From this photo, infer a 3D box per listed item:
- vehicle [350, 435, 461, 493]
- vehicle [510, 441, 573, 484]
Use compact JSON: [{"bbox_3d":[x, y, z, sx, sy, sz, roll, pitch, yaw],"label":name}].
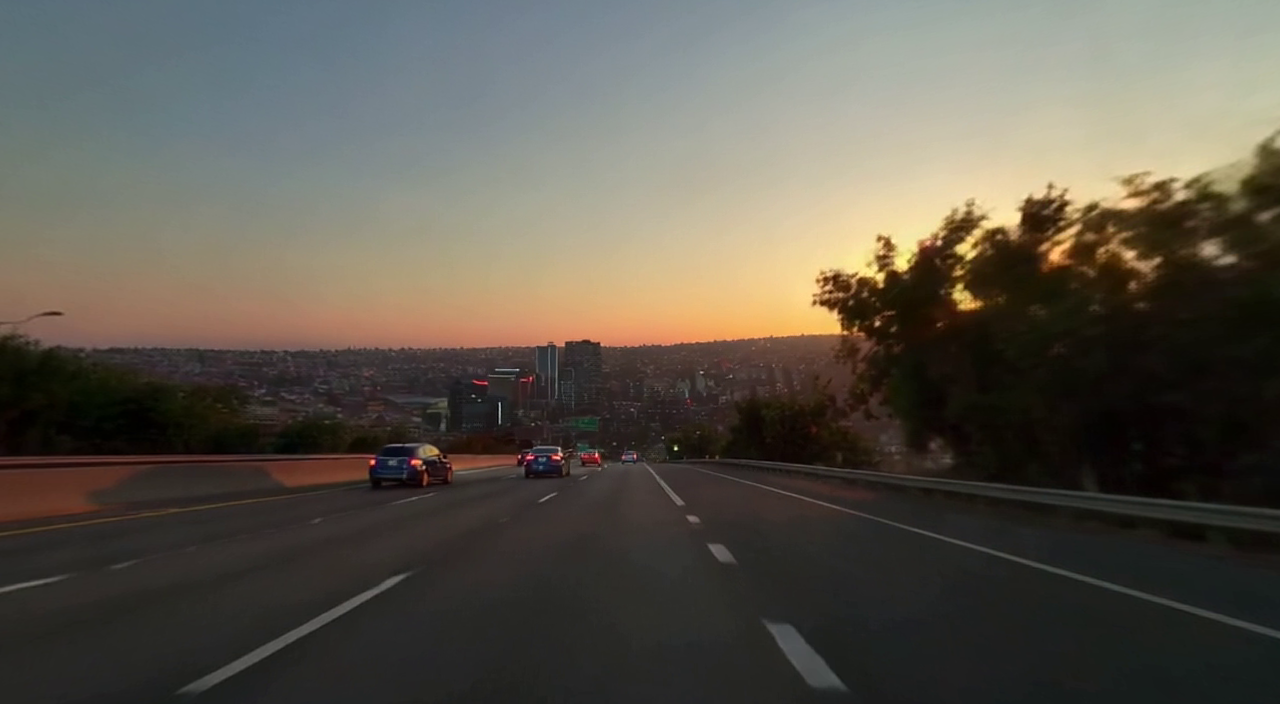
[{"bbox_3d":[-8.143,3.931,22.515,2.040,1.824,4.917,0,-9,0],"label":"vehicle"},{"bbox_3d":[-4.215,4.826,27.820,2.075,1.702,4.257,0,-9,0],"label":"vehicle"}]
